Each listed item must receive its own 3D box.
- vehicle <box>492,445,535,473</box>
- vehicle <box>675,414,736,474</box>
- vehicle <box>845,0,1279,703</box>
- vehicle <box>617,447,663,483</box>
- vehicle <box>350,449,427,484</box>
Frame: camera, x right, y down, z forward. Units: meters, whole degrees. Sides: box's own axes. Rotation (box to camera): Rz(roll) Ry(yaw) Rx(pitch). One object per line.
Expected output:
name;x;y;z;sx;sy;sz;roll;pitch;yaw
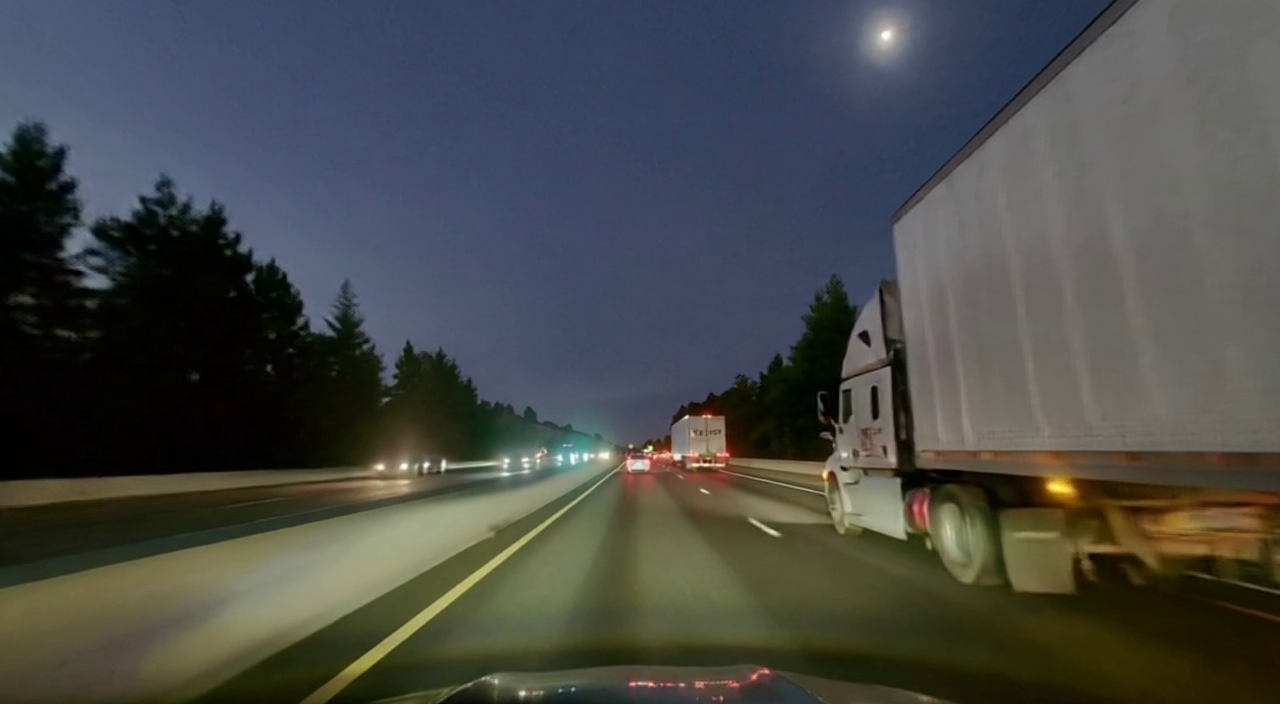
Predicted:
vehicle;-8.202;6.990;41.192;2.028;1.702;3.667;0;-9;1
vehicle;4.435;6.707;45.598;2.885;3.679;12.102;0;-9;-1
vehicle;4.512;0.269;5.890;3.041;3.923;6.030;0;-9;0
vehicle;0.021;5.018;28.287;1.939;1.495;3.612;0;-9;0
vehicle;-12.378;5.632;31.378;1.922;1.586;4.633;0;-9;0
